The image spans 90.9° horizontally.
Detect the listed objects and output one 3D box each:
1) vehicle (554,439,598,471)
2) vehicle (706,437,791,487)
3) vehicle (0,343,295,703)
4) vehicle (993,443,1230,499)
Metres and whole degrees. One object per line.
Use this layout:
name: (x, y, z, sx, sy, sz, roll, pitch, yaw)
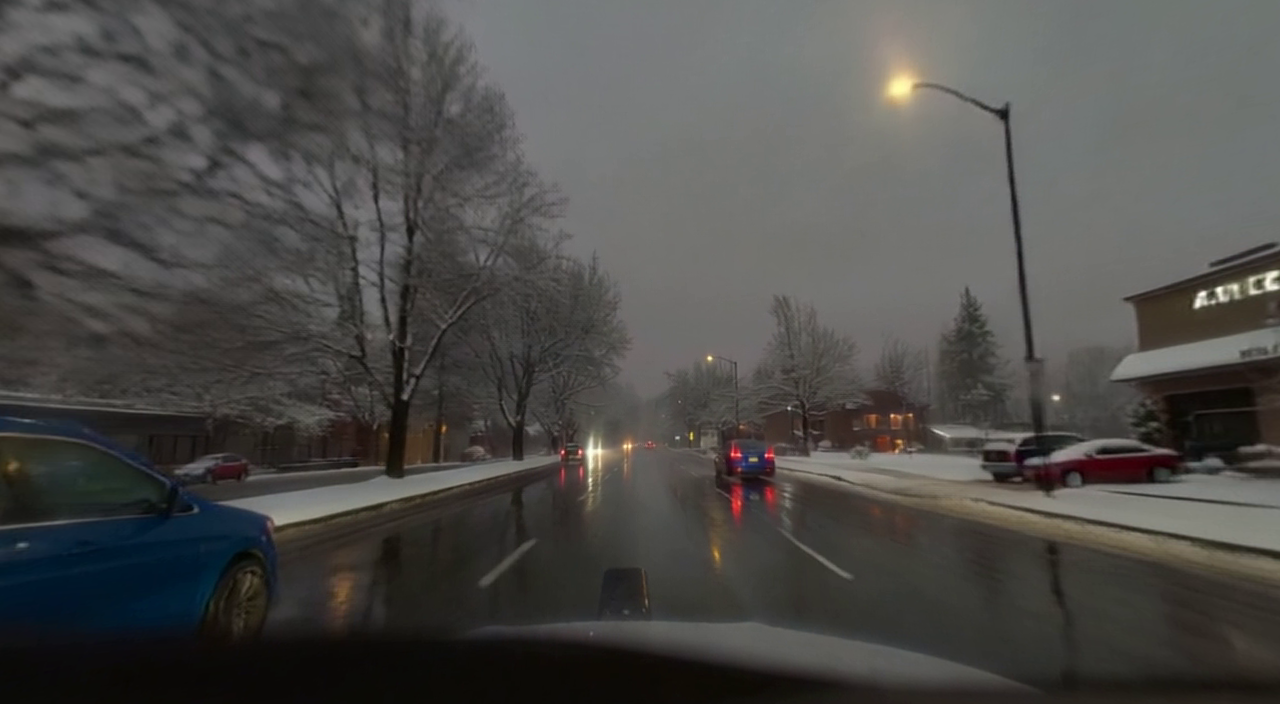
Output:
vehicle: (-3.417, 5.563, 34.339, 2.113, 1.626, 4.129, 0, -8, -2)
vehicle: (3.489, 3.632, 21.188, 2.083, 1.474, 4.360, 0, -8, 0)
vehicle: (-3.574, 0.789, 2.203, 2.023, 1.720, 4.741, 0, -8, 0)
vehicle: (12.559, 3.164, 17.043, 4.757, 1.327, 2.062, 0, -7, -1)
